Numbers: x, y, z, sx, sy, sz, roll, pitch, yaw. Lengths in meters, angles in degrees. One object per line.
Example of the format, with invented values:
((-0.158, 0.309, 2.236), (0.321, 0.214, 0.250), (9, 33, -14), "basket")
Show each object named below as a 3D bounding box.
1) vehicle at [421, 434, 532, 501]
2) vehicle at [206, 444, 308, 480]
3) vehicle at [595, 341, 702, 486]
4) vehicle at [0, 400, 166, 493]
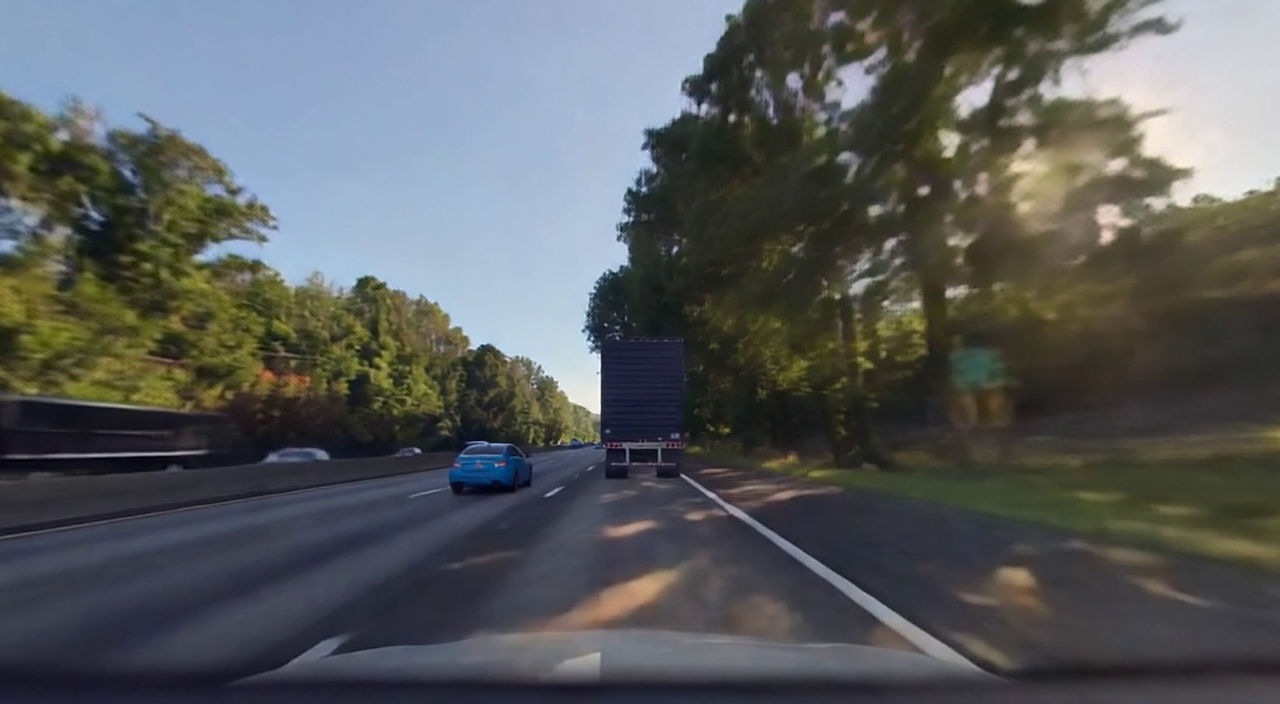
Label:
((-4.199, 3.016, 16.893), (1.854, 1.530, 4.268), (0, -8, 0), "vehicle")
((-16.745, 4.797, 27.805), (1.874, 1.450, 4.289), (0, -8, -2), "vehicle")
((0.117, 2.505, 23.562), (3.073, 4.196, 10.546), (0, -8, -1), "vehicle")
((-24.439, 3.849, 25.717), (2.814, 3.292, 9.552), (0, -8, -1), "vehicle")
